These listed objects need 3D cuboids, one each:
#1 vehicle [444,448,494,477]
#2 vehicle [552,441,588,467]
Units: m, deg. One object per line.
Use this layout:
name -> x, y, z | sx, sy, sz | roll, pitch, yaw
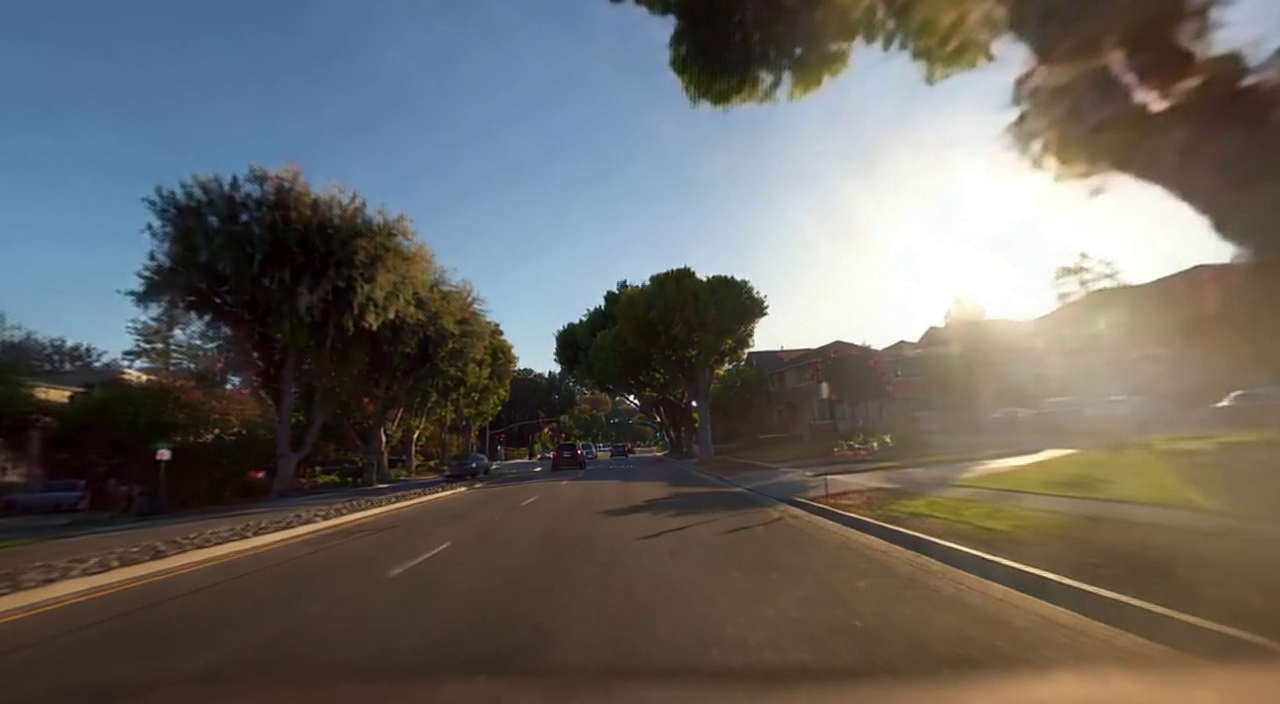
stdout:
vehicle -> -11.281, 7.308, 42.067 | 2.121, 1.769, 4.359 | 0, -8, 0
vehicle -> -4.841, 7.128, 44.298 | 2.065, 1.714, 4.272 | 0, -8, 0
